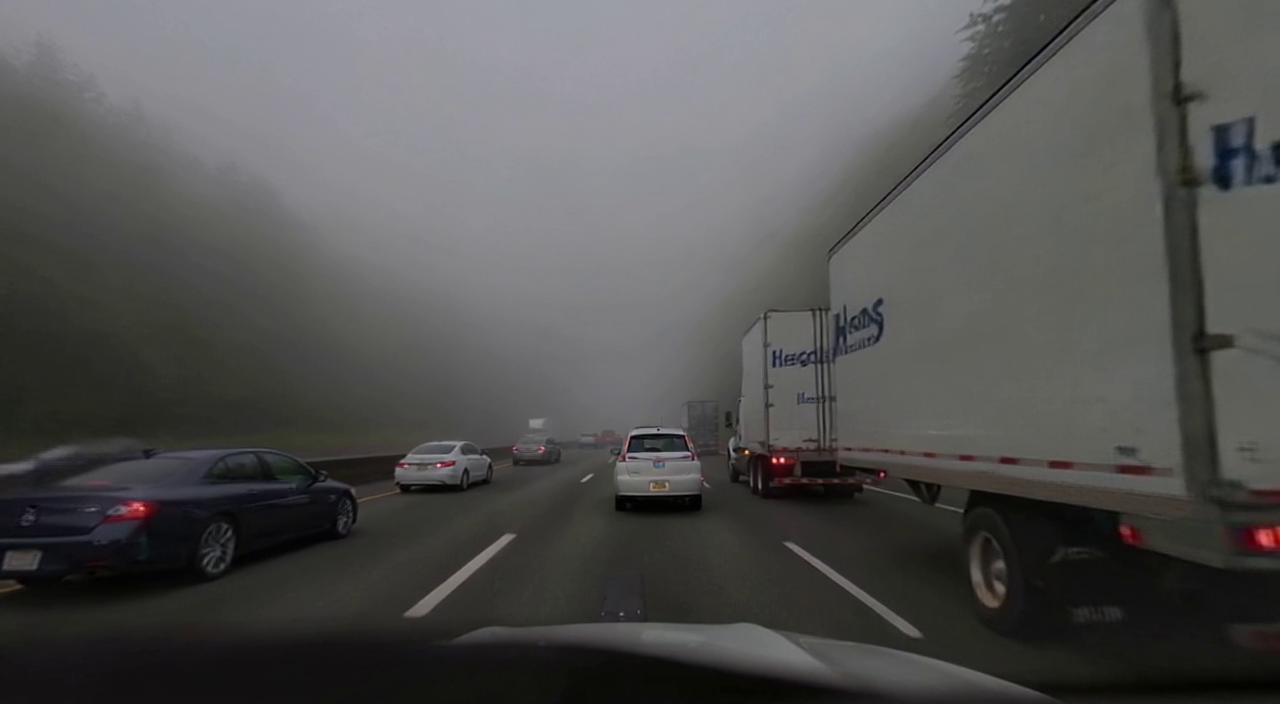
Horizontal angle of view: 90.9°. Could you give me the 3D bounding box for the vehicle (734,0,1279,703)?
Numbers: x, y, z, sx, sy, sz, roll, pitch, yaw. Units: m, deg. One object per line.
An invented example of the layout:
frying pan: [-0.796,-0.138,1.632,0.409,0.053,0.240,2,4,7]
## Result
vehicle: [4.034,0.604,9.898,2.817,3.989,14.321,0,-8,-1]

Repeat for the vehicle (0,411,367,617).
vehicle: [-4.583,1.455,6.572,1.821,1.514,3.677,0,-8,0]

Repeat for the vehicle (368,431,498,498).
vehicle: [-5.025,2.747,15.940,1.880,1.458,3.978,0,-8,1]

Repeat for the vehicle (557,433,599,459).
vehicle: [-3.795,5.815,39.211,2.005,1.475,4.466,0,-8,2]

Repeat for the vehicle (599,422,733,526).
vehicle: [0.351,2.040,11.111,1.973,1.505,3.568,0,-8,-1]

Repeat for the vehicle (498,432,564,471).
vehicle: [-4.509,4.155,26.731,1.887,1.493,4.411,0,-8,1]
